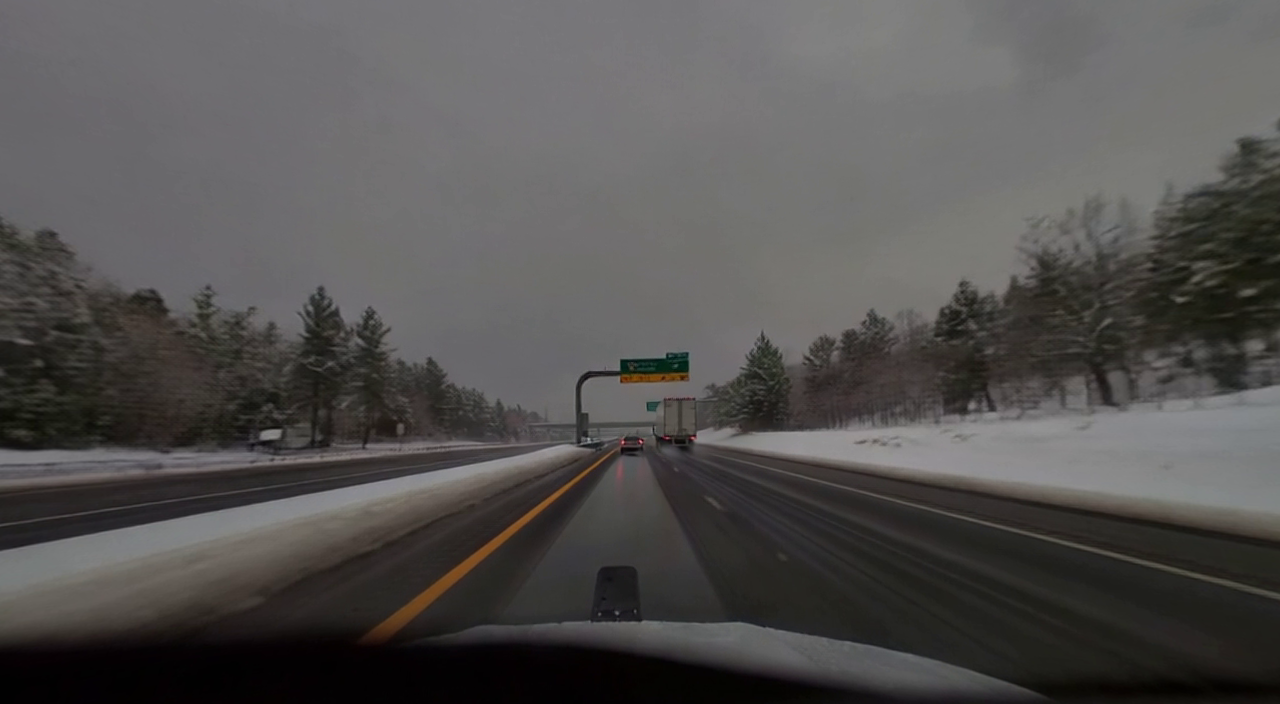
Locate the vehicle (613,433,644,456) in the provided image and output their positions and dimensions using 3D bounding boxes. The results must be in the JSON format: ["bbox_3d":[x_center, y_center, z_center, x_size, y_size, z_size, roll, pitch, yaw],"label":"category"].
[{"bbox_3d":[-0.803,6.559,44.870,2.095,1.557,3.963,0,-8,-1],"label":"vehicle"}]
